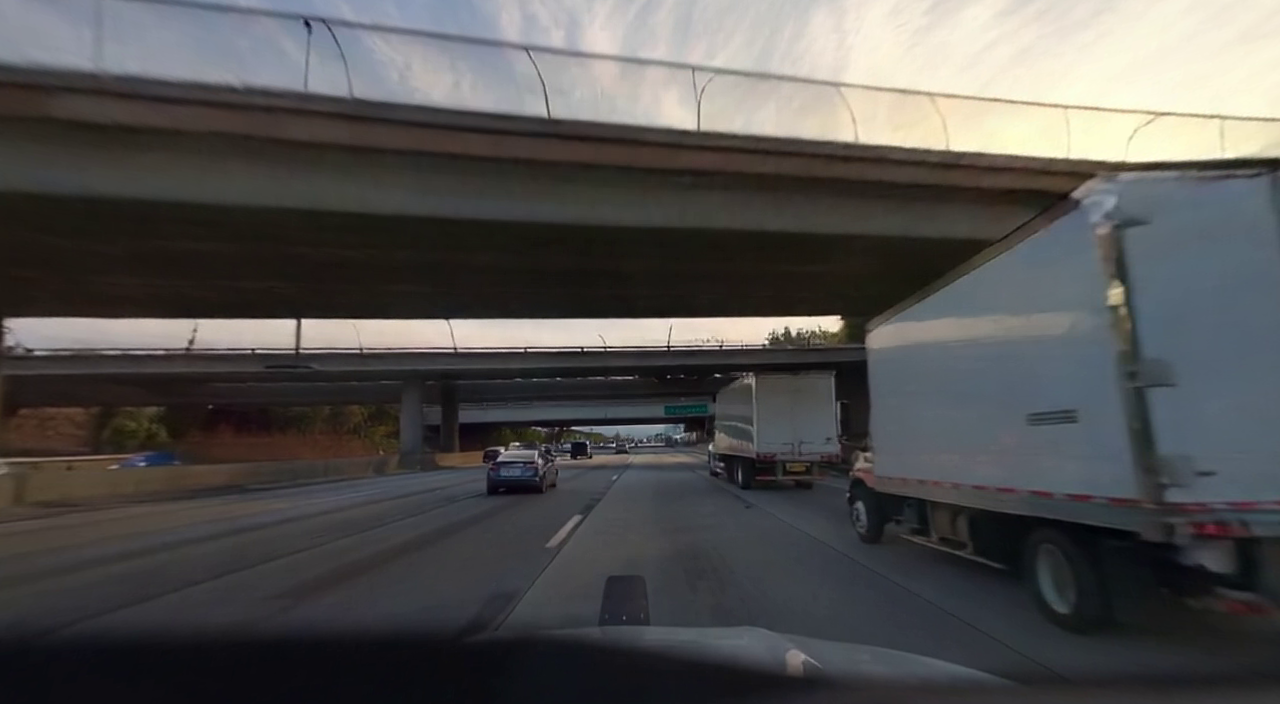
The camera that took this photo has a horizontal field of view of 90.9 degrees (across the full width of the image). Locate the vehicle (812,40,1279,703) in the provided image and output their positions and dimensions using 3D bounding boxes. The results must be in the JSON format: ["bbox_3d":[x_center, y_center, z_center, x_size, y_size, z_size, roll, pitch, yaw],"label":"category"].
[{"bbox_3d":[4.011,0.679,5.762,2.732,3.052,7.118,0,-8,-1],"label":"vehicle"}]

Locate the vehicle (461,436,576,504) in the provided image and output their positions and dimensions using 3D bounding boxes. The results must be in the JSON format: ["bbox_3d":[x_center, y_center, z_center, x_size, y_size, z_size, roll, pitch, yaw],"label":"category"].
[{"bbox_3d":[-2.890,2.904,16.027,1.981,1.473,4.317,0,-8,1],"label":"vehicle"}]
